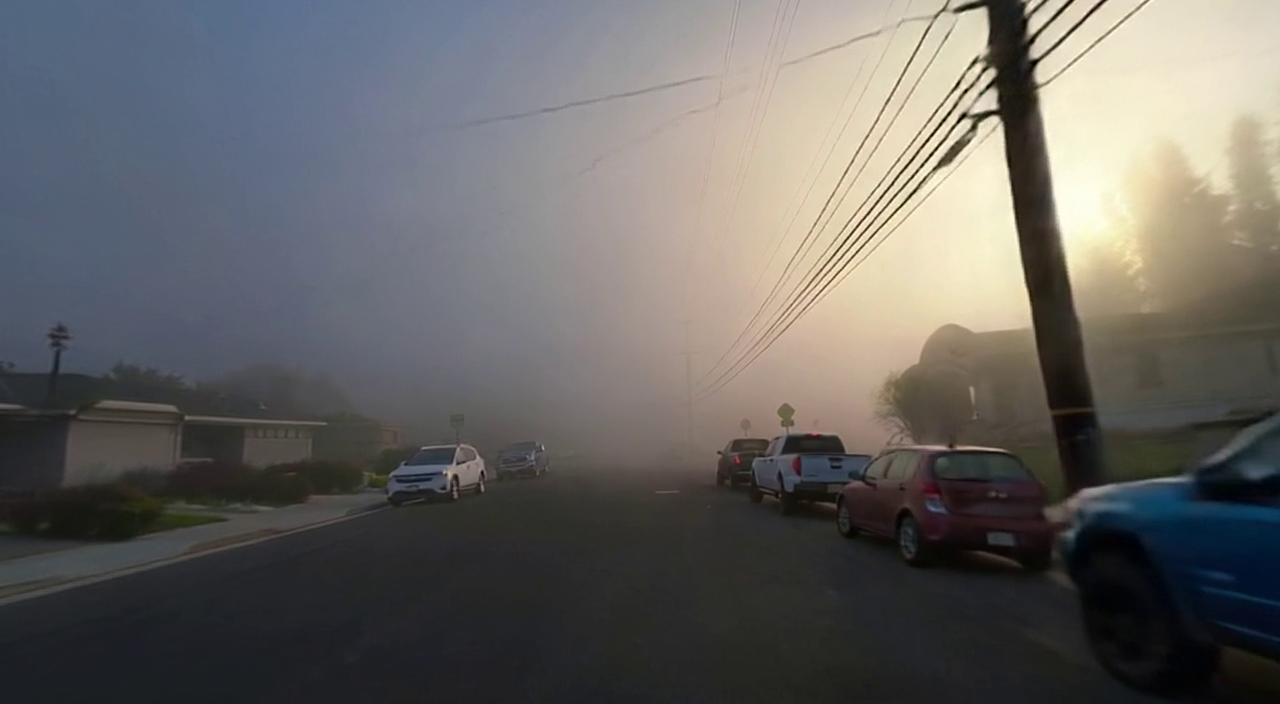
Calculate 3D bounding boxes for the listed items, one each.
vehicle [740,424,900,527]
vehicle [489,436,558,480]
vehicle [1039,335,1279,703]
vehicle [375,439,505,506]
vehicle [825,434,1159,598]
[{"bbox_3d":[3.473,2.471,13.244,1.979,1.762,4.621,0,-9,0],"label":"vehicle"},{"bbox_3d":[-5.818,5.392,32.499,2.455,2.045,6.171,0,-8,-1],"label":"vehicle"},{"bbox_3d":[3.554,0.711,1.738,2.012,1.777,4.505,0,-9,1],"label":"vehicle"},{"bbox_3d":[-5.831,3.557,19.220,2.226,1.768,4.780,0,-8,2],"label":"vehicle"},{"bbox_3d":[3.839,1.814,7.842,1.854,1.493,3.880,0,-9,-1],"label":"vehicle"}]
